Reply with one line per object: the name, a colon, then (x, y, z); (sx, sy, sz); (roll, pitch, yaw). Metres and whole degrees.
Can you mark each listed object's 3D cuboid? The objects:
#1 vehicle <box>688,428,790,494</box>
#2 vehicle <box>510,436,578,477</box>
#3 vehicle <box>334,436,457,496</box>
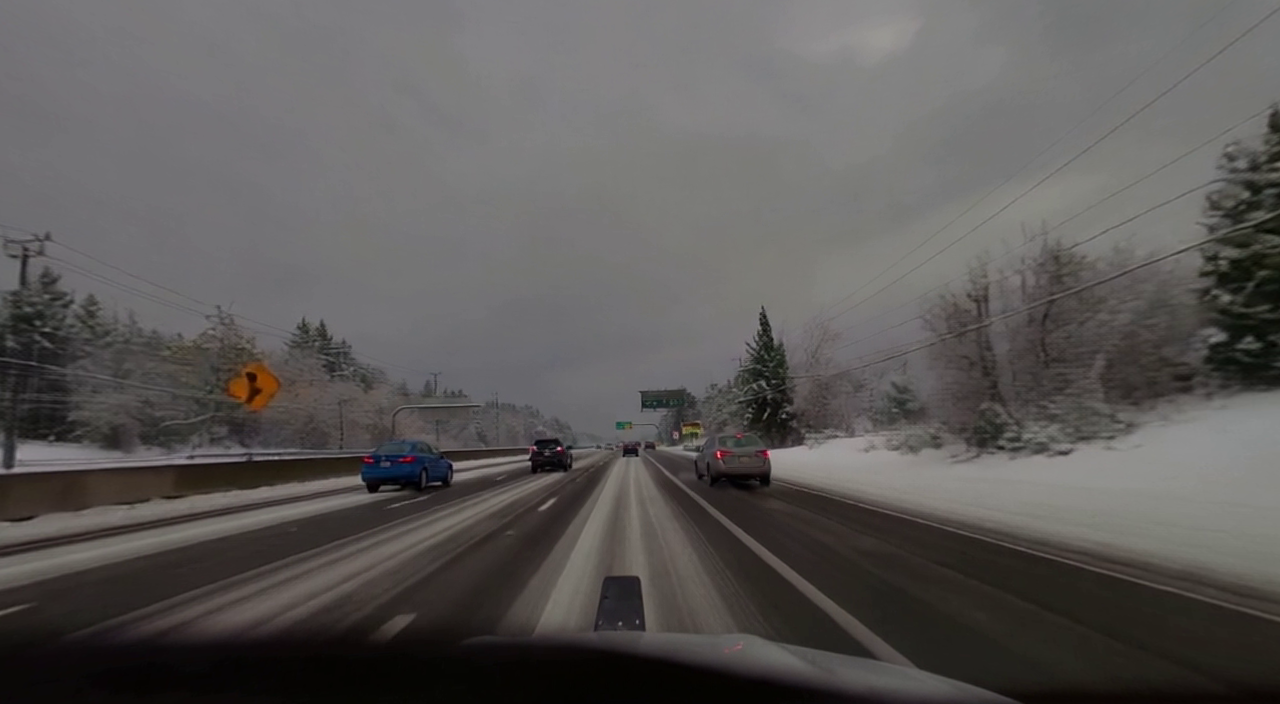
vehicle: (2.689, 3.099, 18.337); (2.100, 1.659, 4.387); (0, -8, -2)
vehicle: (-3.804, 4.210, 25.758); (2.066, 1.488, 4.377); (0, -8, 0)
vehicle: (-6.756, 3.179, 18.019); (1.903, 1.482, 4.180); (0, -8, -1)
